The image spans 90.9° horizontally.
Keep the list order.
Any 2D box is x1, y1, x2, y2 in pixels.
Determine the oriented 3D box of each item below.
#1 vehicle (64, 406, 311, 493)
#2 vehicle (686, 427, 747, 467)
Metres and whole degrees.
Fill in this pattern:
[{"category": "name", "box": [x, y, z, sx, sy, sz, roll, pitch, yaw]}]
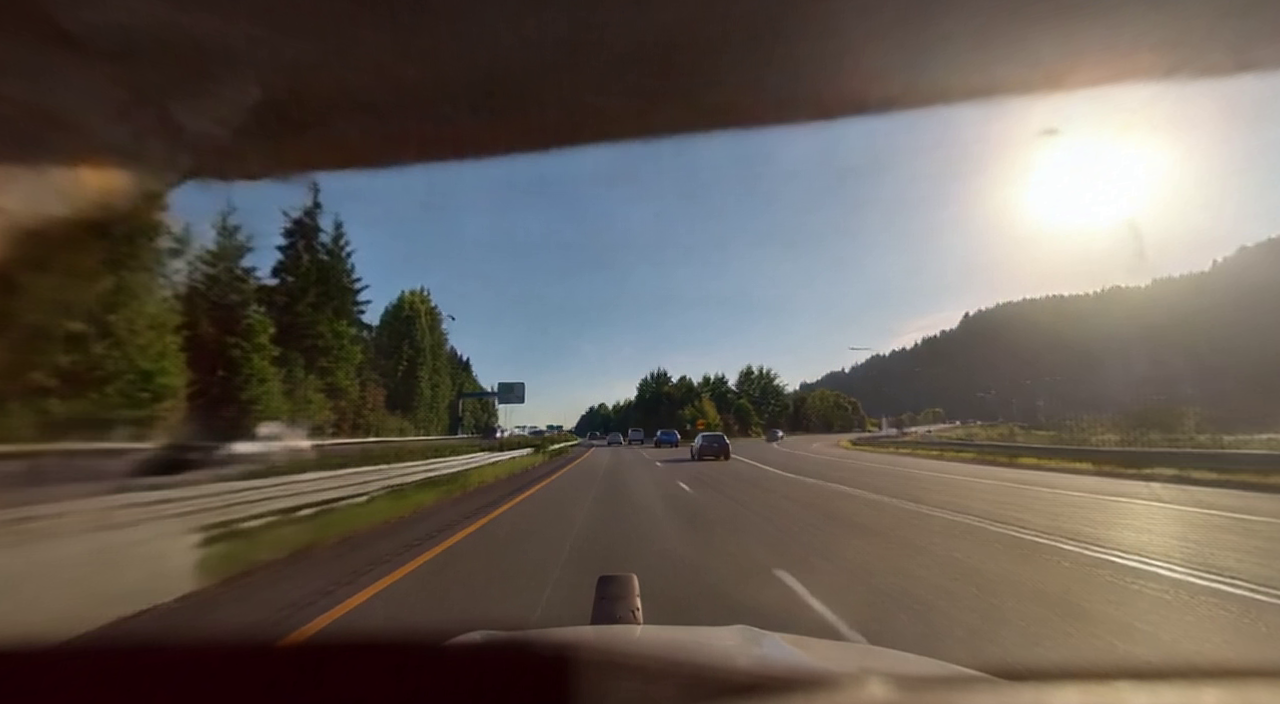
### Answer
[{"category": "vehicle", "box": [-9.235, 2.028, 13.495, 2.011, 1.519, 4.508, 0, -8, -1]}, {"category": "vehicle", "box": [3.153, 4.010, 26.806, 1.938, 1.578, 3.764, 0, -8, -3]}]
